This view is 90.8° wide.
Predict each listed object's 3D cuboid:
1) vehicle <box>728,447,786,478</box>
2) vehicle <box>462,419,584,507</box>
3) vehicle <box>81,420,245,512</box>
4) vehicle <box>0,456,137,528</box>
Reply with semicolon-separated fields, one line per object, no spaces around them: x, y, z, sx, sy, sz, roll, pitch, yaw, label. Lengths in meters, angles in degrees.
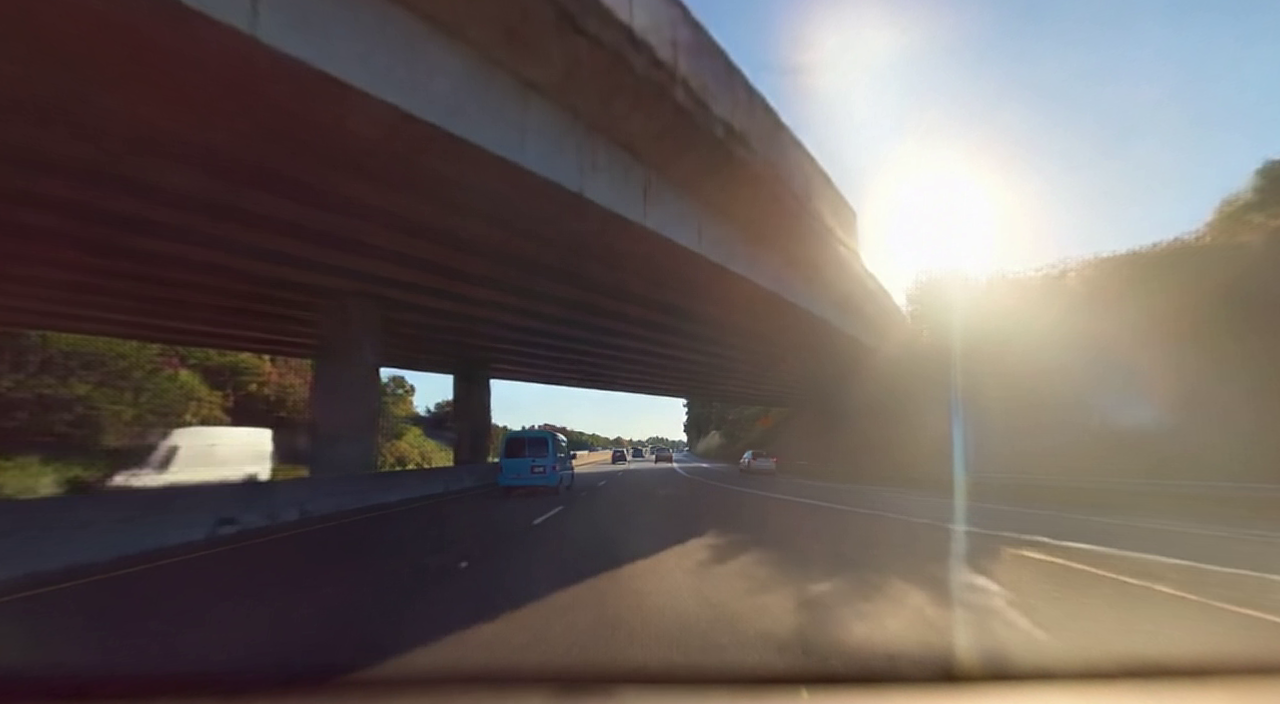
6.187;5.888;33.970;1.972;1.492;4.623;0;-9;-4;vehicle
-2.969;2.984;17.329;2.310;2.030;5.094;0;-8;1;vehicle
-16.299;3.877;21.923;2.186;2.850;4.135;-1;-9;2;vehicle
-16.352;3.651;16.843;1.960;1.632;4.602;0;-9;1;vehicle
